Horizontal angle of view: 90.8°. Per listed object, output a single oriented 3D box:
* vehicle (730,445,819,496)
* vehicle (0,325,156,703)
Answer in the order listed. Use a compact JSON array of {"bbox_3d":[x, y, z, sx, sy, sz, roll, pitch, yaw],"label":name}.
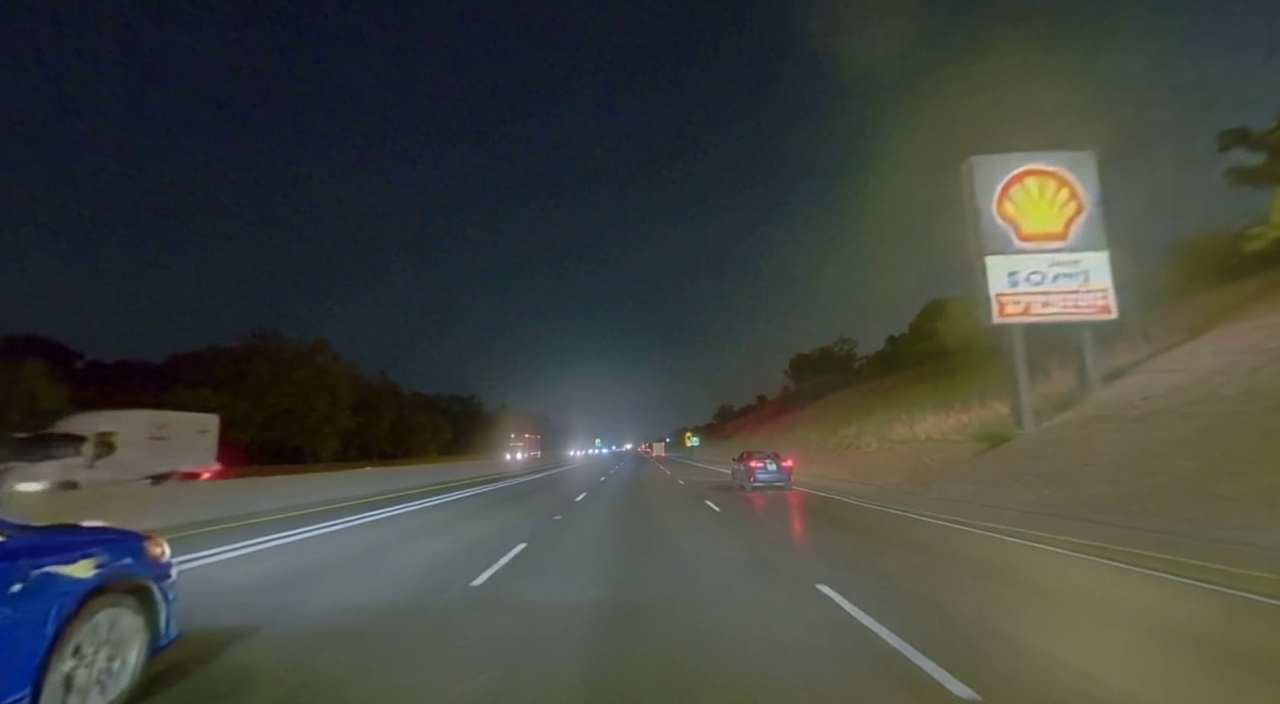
[{"bbox_3d":[4.268,3.822,20.698,1.967,1.472,3.751,0,-9,-2],"label":"vehicle"},{"bbox_3d":[-3.138,0.514,0.289,2.277,1.695,4.475,0,-9,-1],"label":"vehicle"}]
